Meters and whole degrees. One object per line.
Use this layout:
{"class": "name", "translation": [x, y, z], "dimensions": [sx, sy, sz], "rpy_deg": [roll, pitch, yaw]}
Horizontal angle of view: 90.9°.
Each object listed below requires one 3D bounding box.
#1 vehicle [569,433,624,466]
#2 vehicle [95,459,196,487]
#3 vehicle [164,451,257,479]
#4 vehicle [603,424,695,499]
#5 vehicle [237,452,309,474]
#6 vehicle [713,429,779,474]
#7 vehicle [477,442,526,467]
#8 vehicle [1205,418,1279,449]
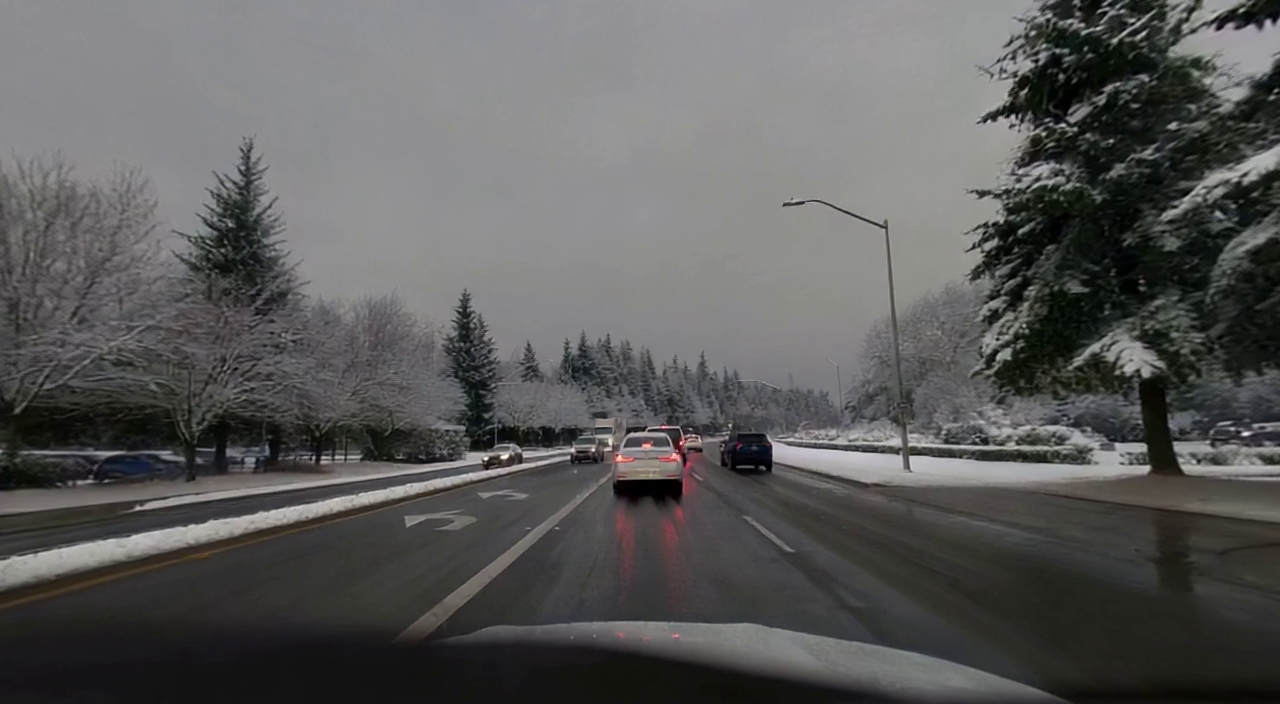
{"class": "vehicle", "translation": [-2.481, 5.718, 37.243], "dimensions": [2.057, 1.786, 4.725], "rpy_deg": [-2, -8, 11]}
{"class": "vehicle", "translation": [-27.872, 6.803, 35.606], "dimensions": [4.391, 1.442, 1.763], "rpy_deg": [-1, -8, 5]}
{"class": "vehicle", "translation": [-27.667, 7.271, 40.699], "dimensions": [4.743, 1.671, 1.842], "rpy_deg": [-1, -8, 4]}
{"class": "vehicle", "translation": [0.216, 2.876, 16.942], "dimensions": [2.154, 1.710, 4.128], "rpy_deg": [-1, -8, 0]}
{"class": "vehicle", "translation": [-26.576, 8.010, 45.666], "dimensions": [4.260, 1.498, 1.769], "rpy_deg": [-2, -8, 10]}
{"class": "vehicle", "translation": [4.607, 4.395, 28.091], "dimensions": [2.155, 1.786, 4.459], "rpy_deg": [0, -8, 1]}
{"class": "vehicle", "translation": [-8.901, 6.639, 41.036], "dimensions": [1.909, 1.471, 4.502], "rpy_deg": [-1, -8, 4]}
{"class": "vehicle", "translation": [38.146, 5.040, 38.933], "dimensions": [4.512, 1.785, 1.895], "rpy_deg": [-1, -8, 1]}
